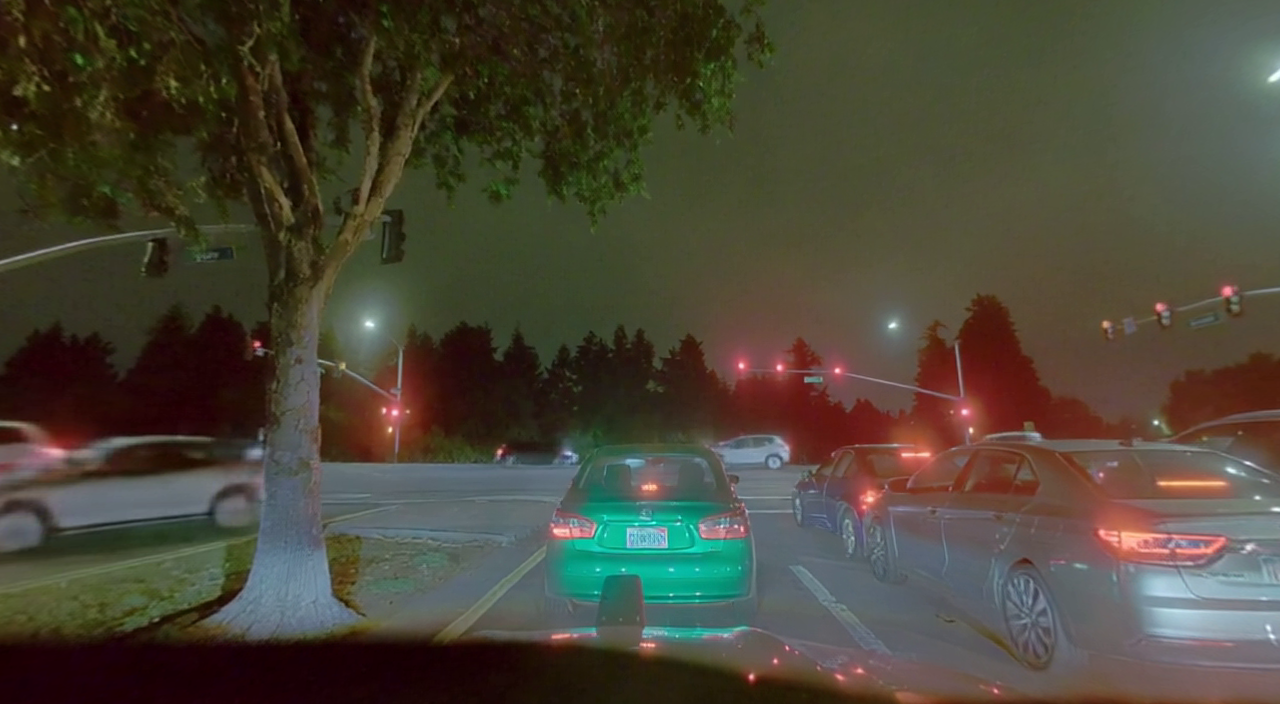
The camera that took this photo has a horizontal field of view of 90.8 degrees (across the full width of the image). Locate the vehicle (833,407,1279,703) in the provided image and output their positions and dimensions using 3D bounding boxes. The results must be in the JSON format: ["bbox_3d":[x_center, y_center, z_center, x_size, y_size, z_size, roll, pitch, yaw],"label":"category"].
[{"bbox_3d":[3.098,1.300,4.859,1.861,1.479,4.371,0,-9,0],"label":"vehicle"}]

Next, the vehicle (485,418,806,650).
[{"bbox_3d":[0.030,1.467,6.150,2.026,1.458,4.175,0,-9,0],"label":"vehicle"}]

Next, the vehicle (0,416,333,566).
[{"bbox_3d":[-6.726,1.670,8.213,2.047,1.473,4.673,-3,-9,22],"label":"vehicle"}]
